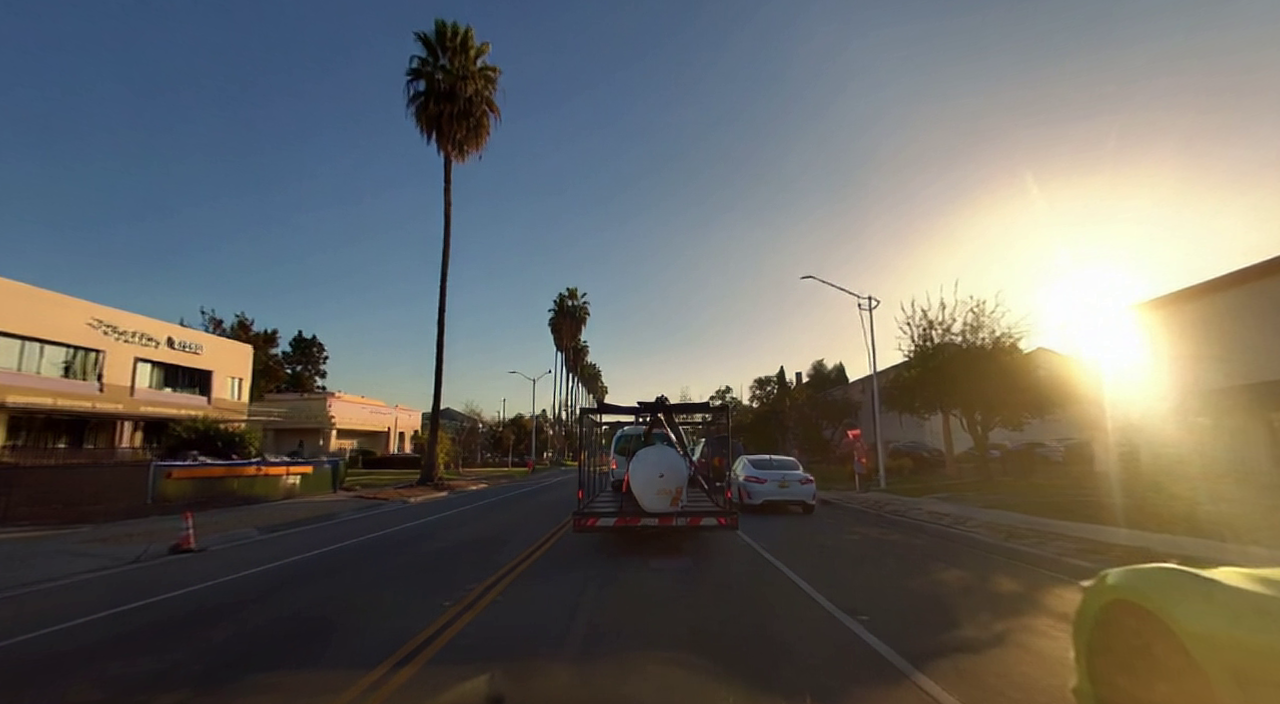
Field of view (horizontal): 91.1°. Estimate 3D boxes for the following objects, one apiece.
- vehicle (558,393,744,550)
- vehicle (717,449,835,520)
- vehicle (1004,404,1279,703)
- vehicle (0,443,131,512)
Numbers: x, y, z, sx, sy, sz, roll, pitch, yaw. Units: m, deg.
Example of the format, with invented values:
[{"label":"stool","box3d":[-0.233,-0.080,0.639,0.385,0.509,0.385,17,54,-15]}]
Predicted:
[{"label":"vehicle","box3d":[0.187,2.246,12.579,2.728,2.305,6.506,0,-9,1]},{"label":"vehicle","box3d":[3.205,3.205,15.748,2.010,1.499,4.107,0,-9,0]},{"label":"vehicle","box3d":[2.997,0.755,0.746,2.171,1.520,4.853,0,-8,-1]},{"label":"vehicle","box3d":[-15.147,2.912,14.825,4.490,1.500,1.875,0,-9,-2]}]
